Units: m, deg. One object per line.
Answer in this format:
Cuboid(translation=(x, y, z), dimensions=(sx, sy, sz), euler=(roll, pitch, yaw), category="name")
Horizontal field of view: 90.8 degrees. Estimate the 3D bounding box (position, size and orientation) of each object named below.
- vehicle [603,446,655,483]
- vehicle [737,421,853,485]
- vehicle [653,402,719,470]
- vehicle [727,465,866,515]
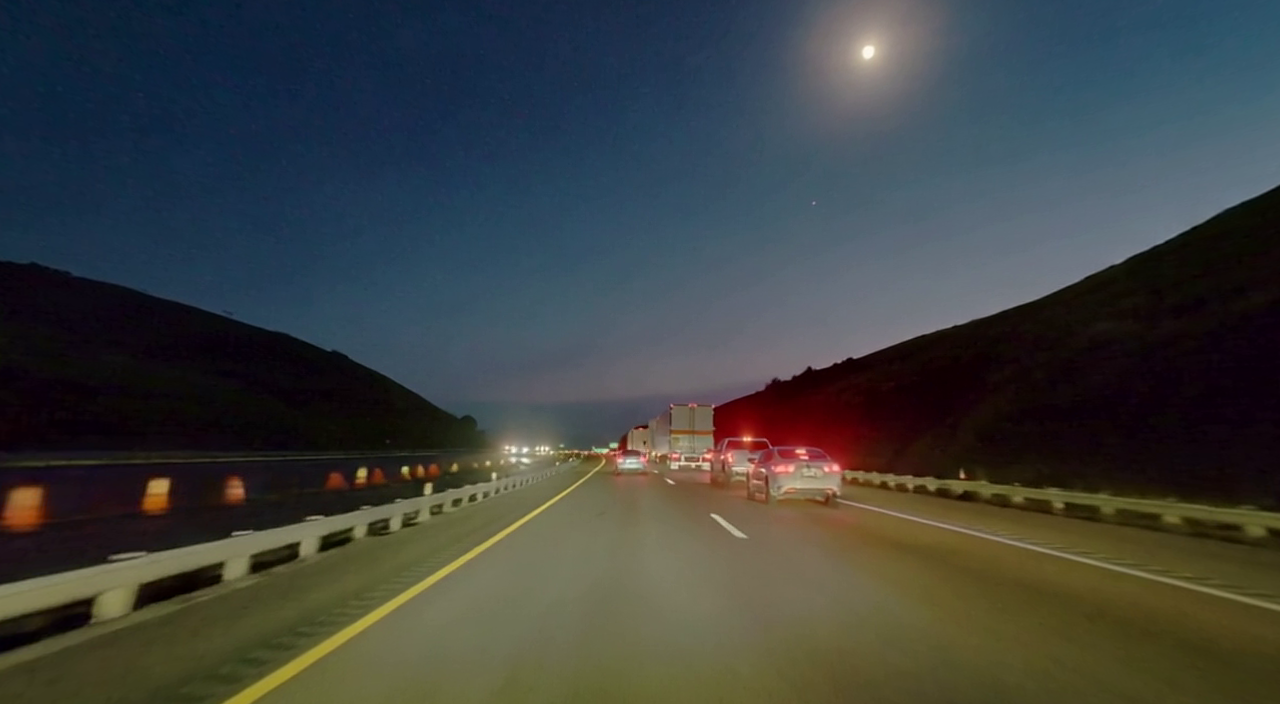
Cuboid(translation=(-0.457, 4.660, 26.344), dimensions=(2.029, 1.437, 3.794), euler=(0, -9, -1), category="vehicle")
Cuboid(translation=(3.921, 2.684, 16.755), dimensions=(1.873, 1.465, 4.264), euler=(0, -9, -2), category="vehicle")
Cuboid(translation=(2.958, 6.302, 46.037), dimensions=(2.911, 4.099, 14.578), euler=(0, -9, -3), category="vehicle")
Cuboid(translation=(3.864, 3.552, 16.741), dimensions=(2.129, 0.956, 5.390), euler=(0, -9, -2), category="vehicle")
